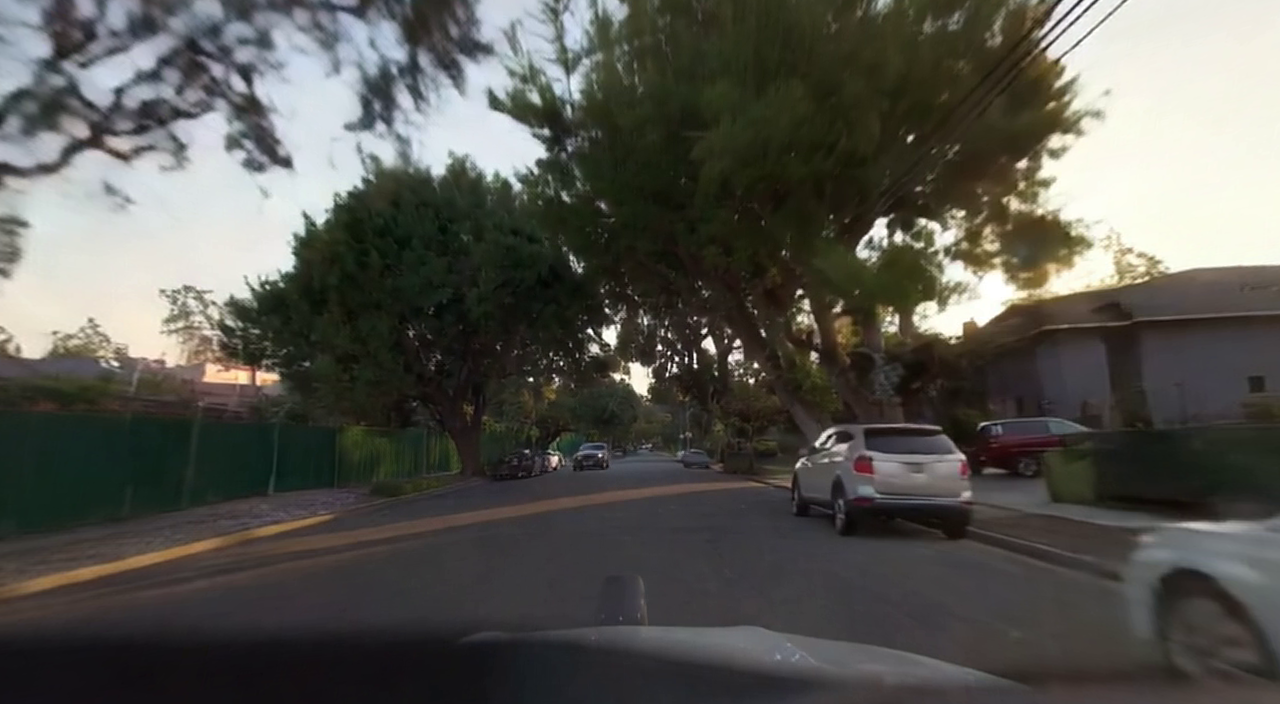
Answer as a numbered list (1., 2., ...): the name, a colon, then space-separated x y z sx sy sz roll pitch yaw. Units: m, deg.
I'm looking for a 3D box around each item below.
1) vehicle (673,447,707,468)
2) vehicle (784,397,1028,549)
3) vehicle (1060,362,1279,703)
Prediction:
1. vehicle: 3.879 8.264 49.680 2.051 1.524 5.047 0 -8 -2
2. vehicle: 4.098 1.944 10.724 2.220 2.045 4.139 0 -8 -1
3. vehicle: 3.678 0.713 1.433 2.122 1.673 4.876 0 -8 1
